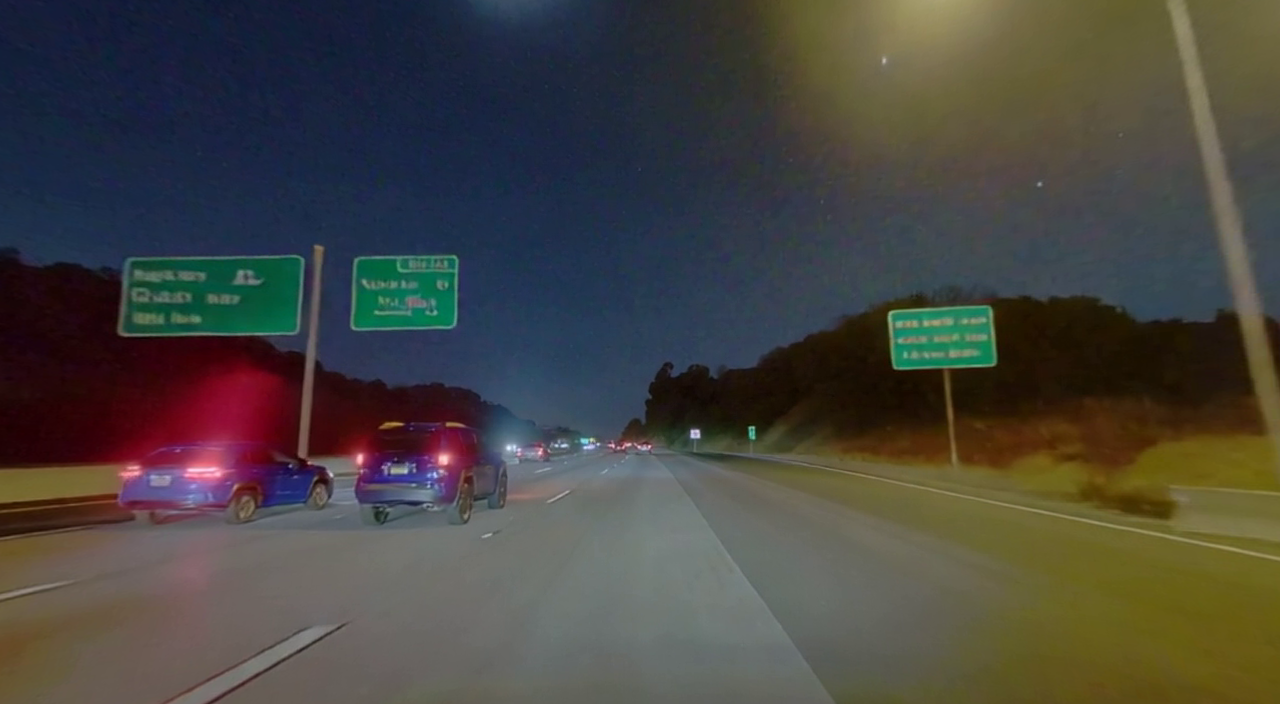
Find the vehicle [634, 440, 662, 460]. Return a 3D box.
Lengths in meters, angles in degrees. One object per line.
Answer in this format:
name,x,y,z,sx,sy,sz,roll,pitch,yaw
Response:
vehicle,0.628,7.756,49.894,2.125,1.539,4.356,0,-9,1

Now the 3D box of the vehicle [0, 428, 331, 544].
vehicle,-7.604,2.133,10.789,1.984,1.508,4.935,0,-9,2

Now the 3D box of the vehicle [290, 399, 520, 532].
vehicle,-3.960,2.050,11.840,2.219,1.947,4.924,0,-9,2

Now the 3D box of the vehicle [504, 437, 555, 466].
vehicle,-6.632,6.031,38.338,2.069,1.636,4.483,0,-9,2
